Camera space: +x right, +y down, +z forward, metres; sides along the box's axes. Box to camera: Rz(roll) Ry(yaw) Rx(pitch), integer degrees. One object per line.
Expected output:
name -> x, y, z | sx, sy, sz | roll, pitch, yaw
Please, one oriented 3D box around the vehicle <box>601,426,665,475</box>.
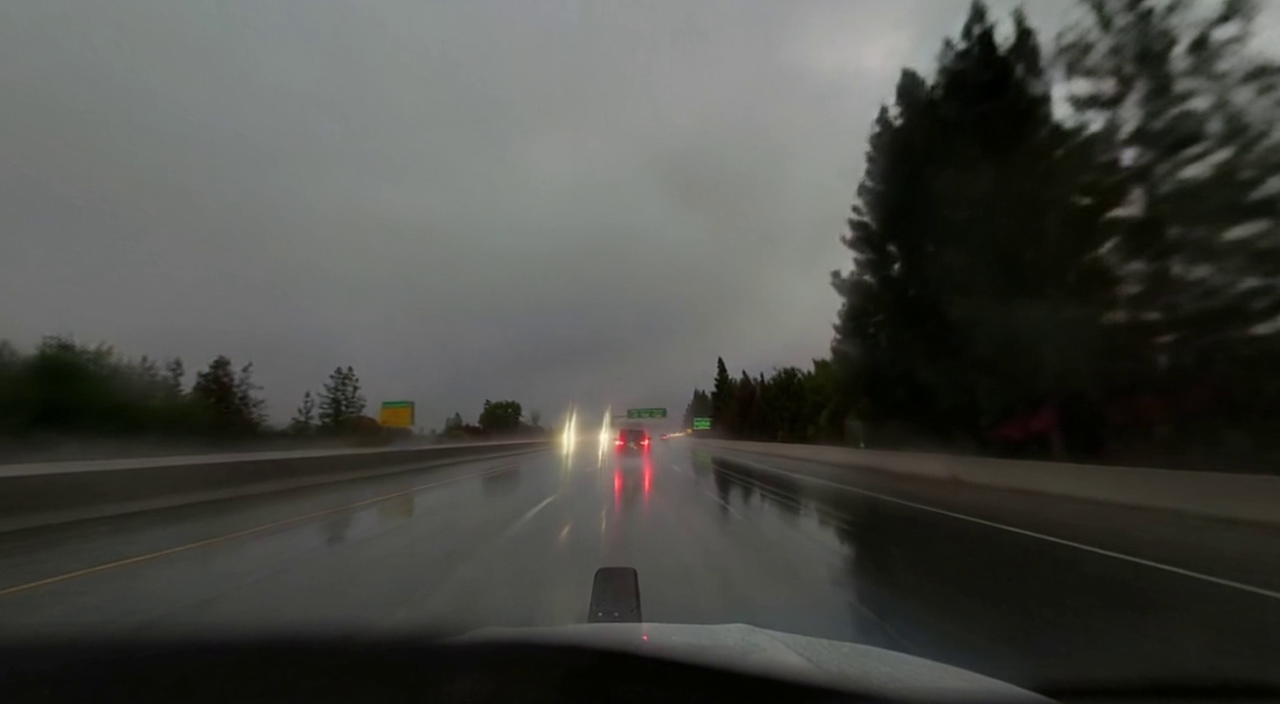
vehicle -> -0.265, 3.523, 22.704 | 2.094, 1.600, 3.666 | 0, -8, -1
